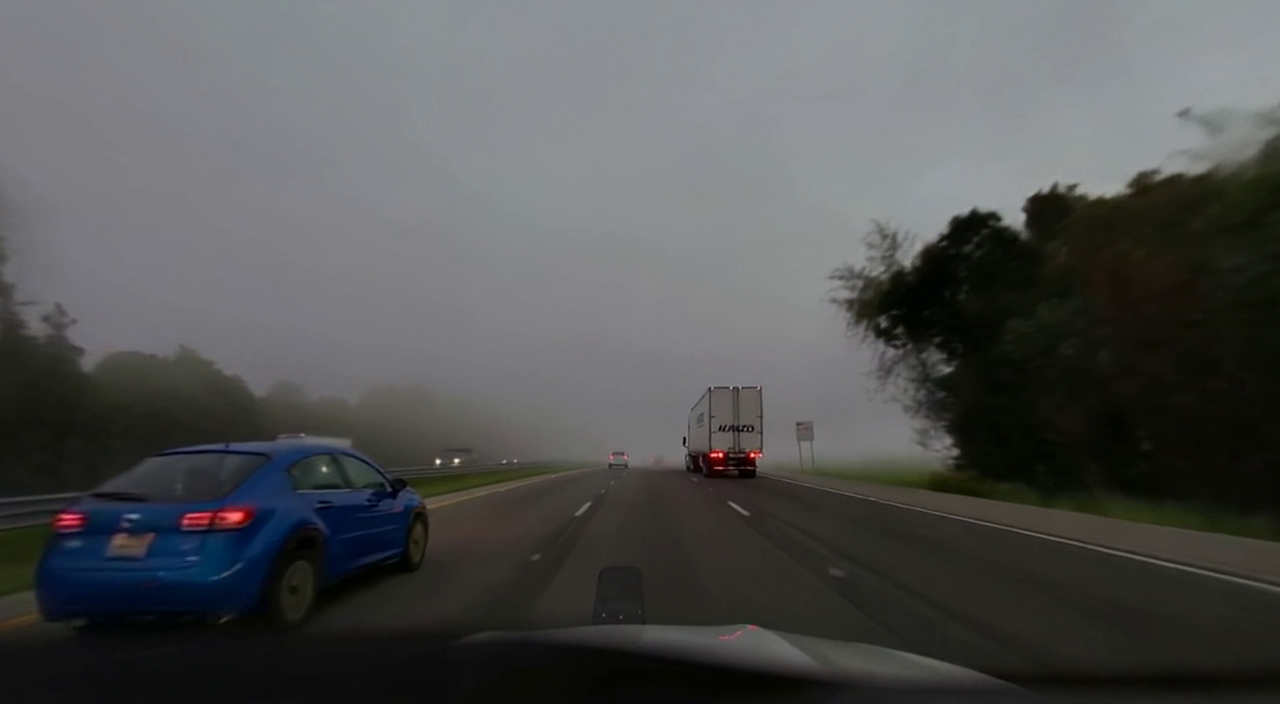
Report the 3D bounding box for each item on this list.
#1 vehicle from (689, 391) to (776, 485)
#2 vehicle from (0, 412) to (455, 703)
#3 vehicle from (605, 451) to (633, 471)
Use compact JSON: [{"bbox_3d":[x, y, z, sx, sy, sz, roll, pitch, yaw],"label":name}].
[{"bbox_3d":[4.504,4.767,34.246,2.832,4.034,13.924,0,-9,1],"label":"vehicle"},{"bbox_3d":[-3.293,1.427,5.554,1.945,1.537,4.294,0,-9,1],"label":"vehicle"},{"bbox_3d":[-1.591,8.551,49.798,1.935,1.470,4.063,0,-9,2],"label":"vehicle"}]
